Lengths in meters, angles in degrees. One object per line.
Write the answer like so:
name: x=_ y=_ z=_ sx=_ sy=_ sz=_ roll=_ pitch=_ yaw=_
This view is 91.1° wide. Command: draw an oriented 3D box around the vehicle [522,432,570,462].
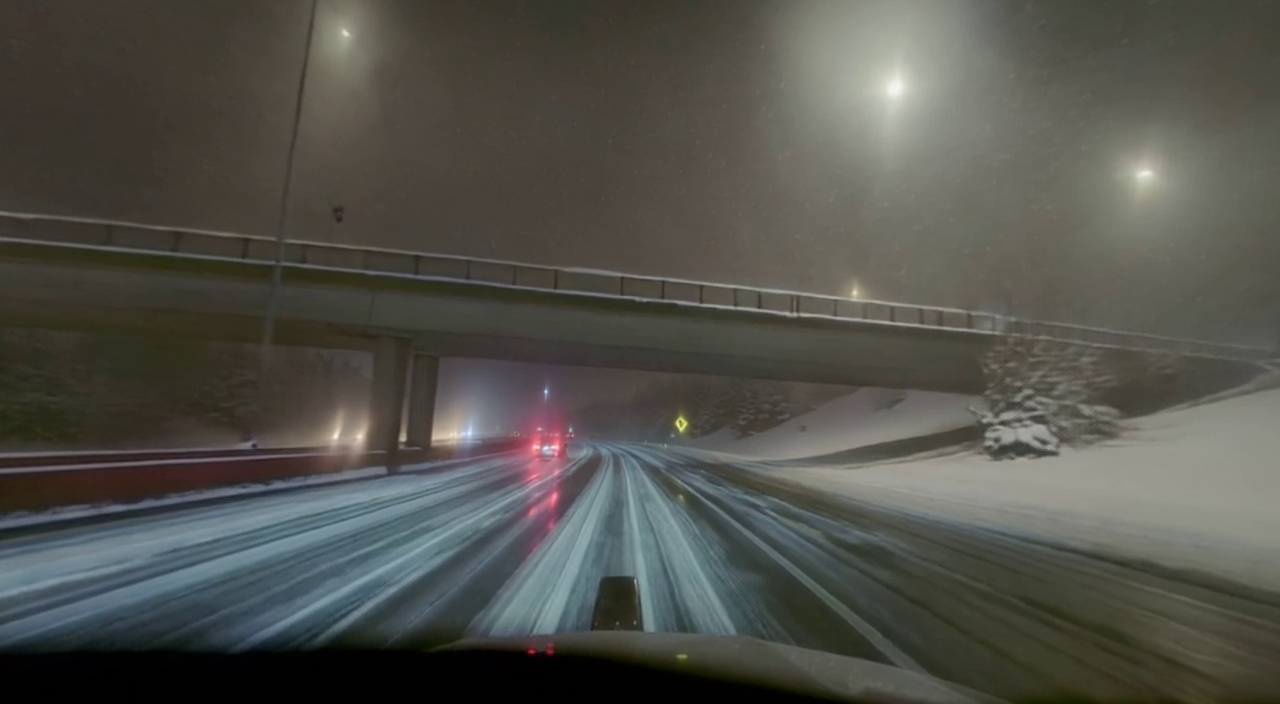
vehicle: x=-5.321 y=5.461 z=36.291 sx=2.123 sy=1.601 sz=4.887 roll=0 pitch=-8 yaw=-2
